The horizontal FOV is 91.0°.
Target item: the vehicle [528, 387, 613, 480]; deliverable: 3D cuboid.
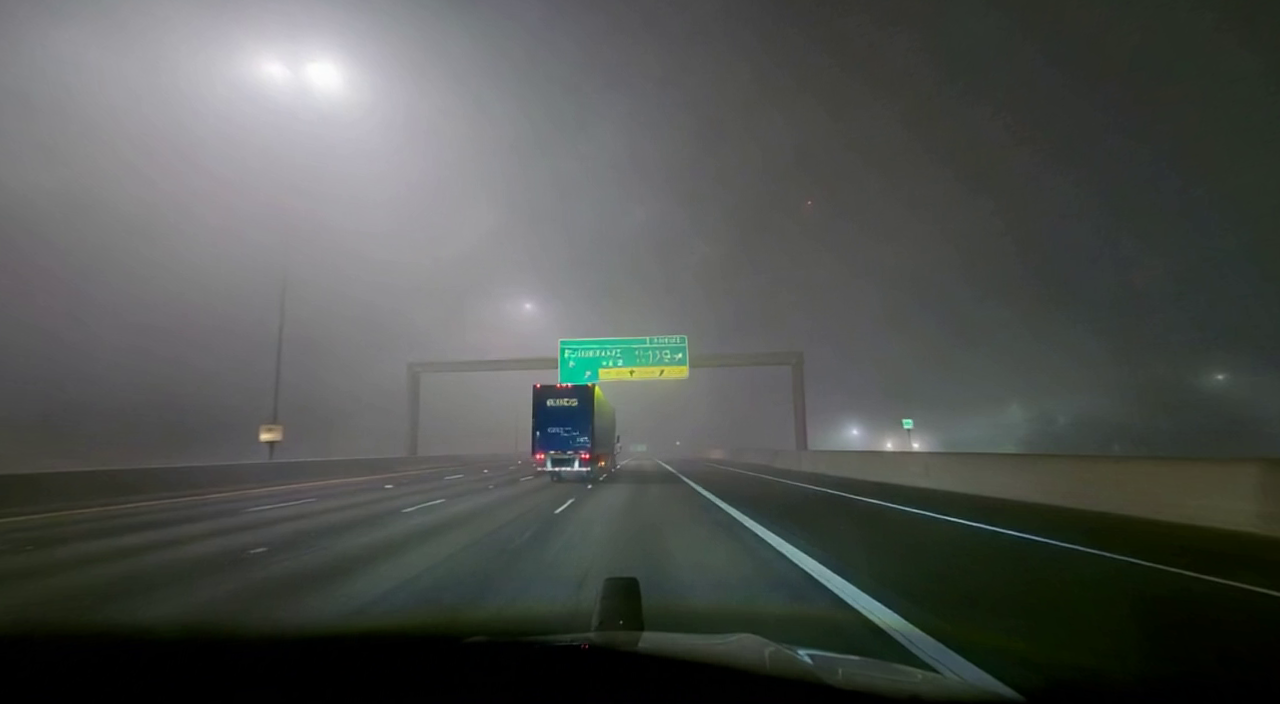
[{"bbox_3d":[-3.220,4.336,32.596,3.059,3.956,11.036,0,-9,0],"label":"vehicle"}]
